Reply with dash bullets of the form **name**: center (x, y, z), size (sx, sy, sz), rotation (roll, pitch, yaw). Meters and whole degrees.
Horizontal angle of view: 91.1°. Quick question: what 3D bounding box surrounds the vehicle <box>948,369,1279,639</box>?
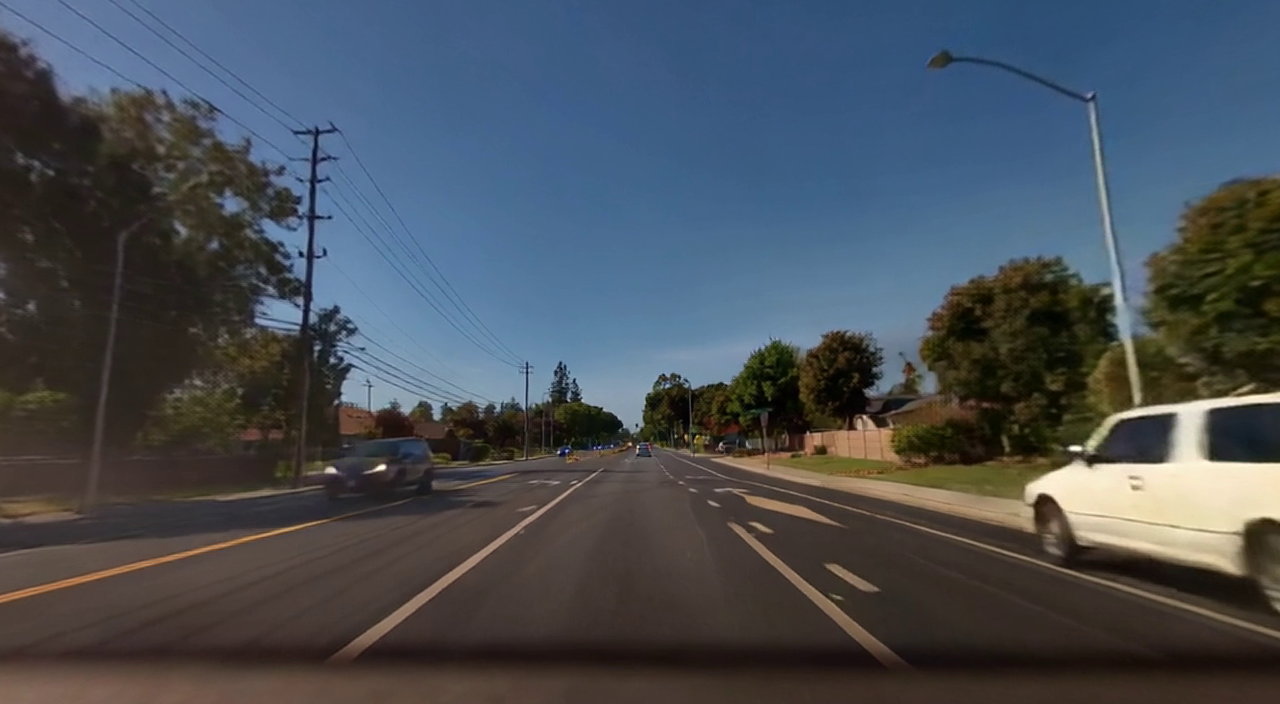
- **vehicle**: center (5.347, 1.299, 6.102), size (2.114, 1.799, 4.960), rotation (0, -8, -1)

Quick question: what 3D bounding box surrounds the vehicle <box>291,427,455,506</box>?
- **vehicle**: center (-7.461, 3.254, 18.446), size (2.325, 1.877, 5.690), rotation (-2, -8, 0)
